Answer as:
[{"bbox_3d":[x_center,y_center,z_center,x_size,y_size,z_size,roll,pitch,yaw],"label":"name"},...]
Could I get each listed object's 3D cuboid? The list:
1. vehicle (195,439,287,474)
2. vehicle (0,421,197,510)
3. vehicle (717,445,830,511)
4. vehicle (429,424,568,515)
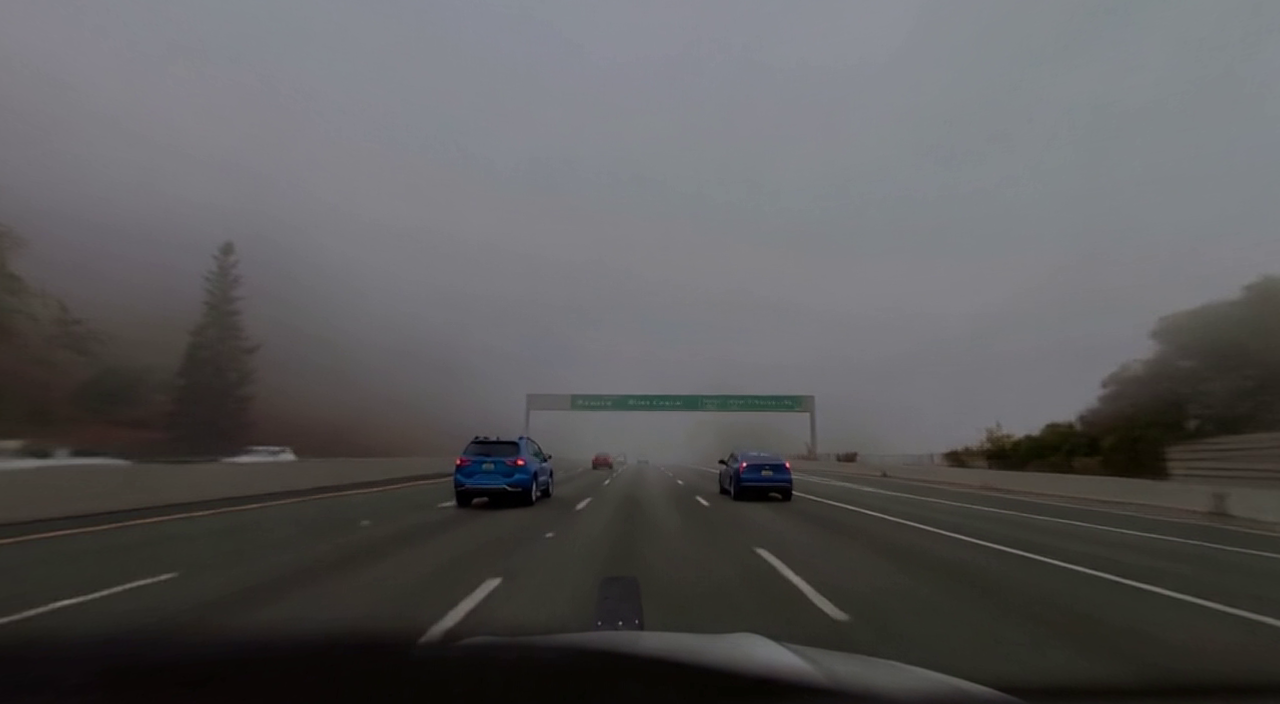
[{"bbox_3d":[-21.503,5.657,34.219,1.978,1.716,4.532,0,-9,0],"label":"vehicle"},{"bbox_3d":[-11.836,2.308,13.215,1.902,1.539,4.310,0,-9,0],"label":"vehicle"},{"bbox_3d":[3.330,3.215,16.589,1.979,1.486,4.125,0,-9,-1],"label":"vehicle"},{"bbox_3d":[-3.029,2.651,14.623,2.137,1.756,4.453,0,-9,1],"label":"vehicle"}]
